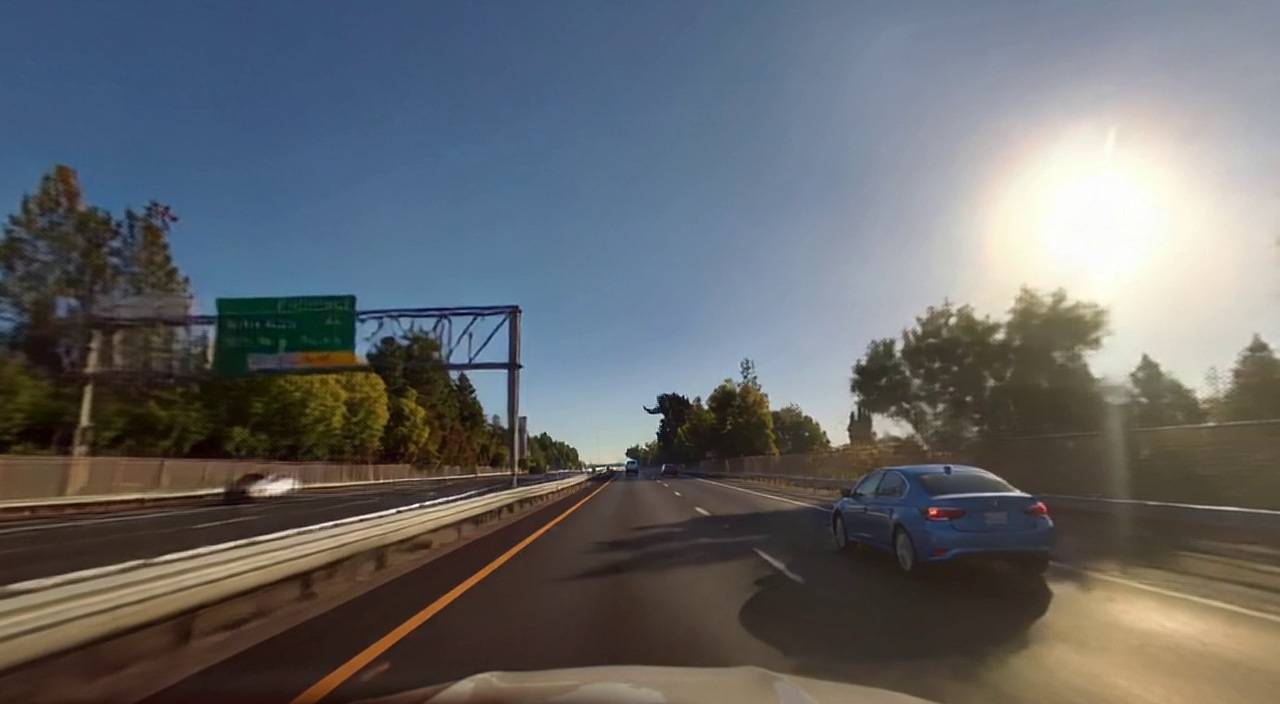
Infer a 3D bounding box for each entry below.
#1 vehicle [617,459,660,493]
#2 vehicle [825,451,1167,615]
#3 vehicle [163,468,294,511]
[{"bbox_3d":[-0.063,6.330,32.227,2.037,1.605,3.833,1,-11,0],"label":"vehicle"},{"bbox_3d":[3.966,2.091,8.026,1.938,1.494,4.032,1,-11,-1],"label":"vehicle"},{"bbox_3d":[-15.301,5.125,23.773,1.930,1.436,4.372,1,-11,1],"label":"vehicle"}]
